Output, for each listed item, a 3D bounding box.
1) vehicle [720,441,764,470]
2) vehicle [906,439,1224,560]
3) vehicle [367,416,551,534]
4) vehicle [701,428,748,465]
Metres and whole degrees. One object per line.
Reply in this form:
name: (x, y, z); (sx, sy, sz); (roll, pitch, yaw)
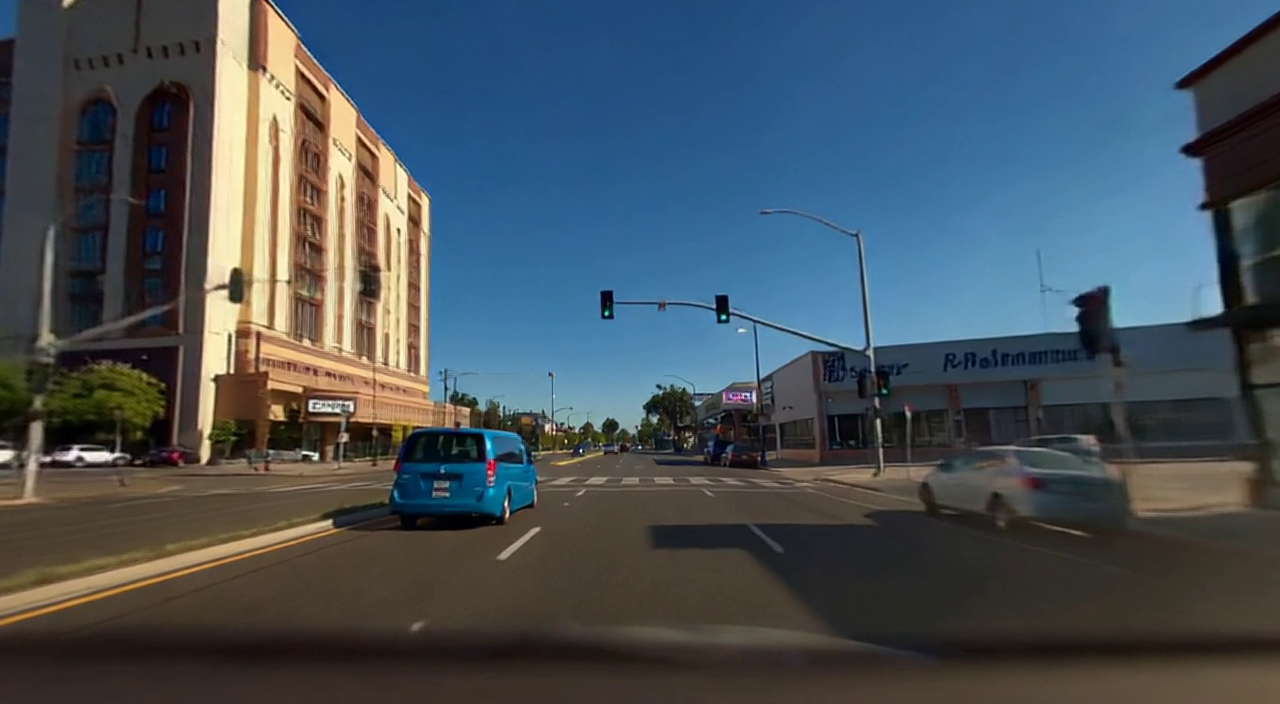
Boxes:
vehicle: (6.388, 6.536, 39.944); (1.942, 1.753, 4.912); (0, -8, 0)
vehicle: (6.485, 2.246, 10.498); (1.967, 1.534, 4.683); (0, -8, -1)
vehicle: (-2.944, 2.098, 11.210); (2.080, 1.722, 3.766); (0, -8, 1)
vehicle: (6.189, 7.042, 47.005); (2.642, 2.582, 6.157); (0, -8, 0)
